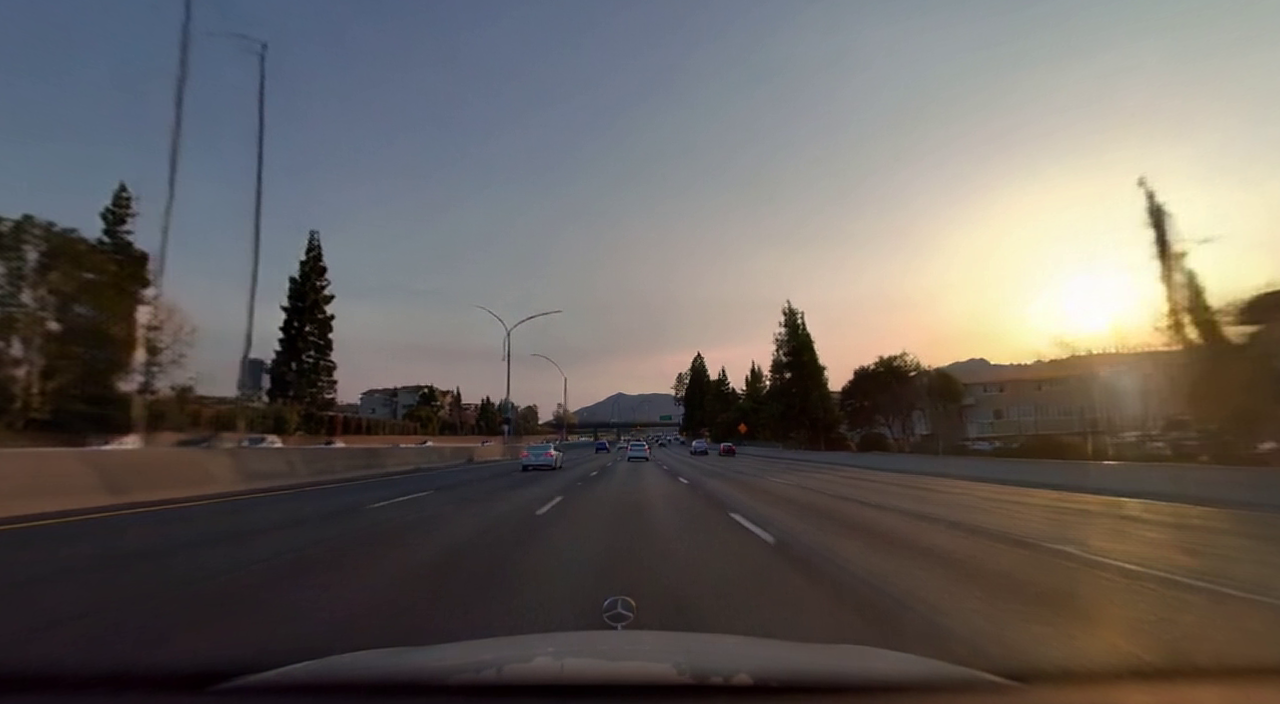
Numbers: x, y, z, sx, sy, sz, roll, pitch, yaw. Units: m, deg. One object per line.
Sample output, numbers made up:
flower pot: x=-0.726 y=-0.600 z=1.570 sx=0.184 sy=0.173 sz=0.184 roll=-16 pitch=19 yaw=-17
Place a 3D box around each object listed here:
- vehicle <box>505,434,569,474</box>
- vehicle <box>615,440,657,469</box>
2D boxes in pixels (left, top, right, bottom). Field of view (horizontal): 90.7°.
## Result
vehicle: x=-4.689 y=4.710 z=29.467 sx=2.260 sy=1.706 sz=4.177 roll=0 pitch=-8 yaw=0
vehicle: x=-0.241 y=5.624 z=34.827 sx=2.146 sy=1.485 sz=4.332 roll=0 pitch=-8 yaw=-1
